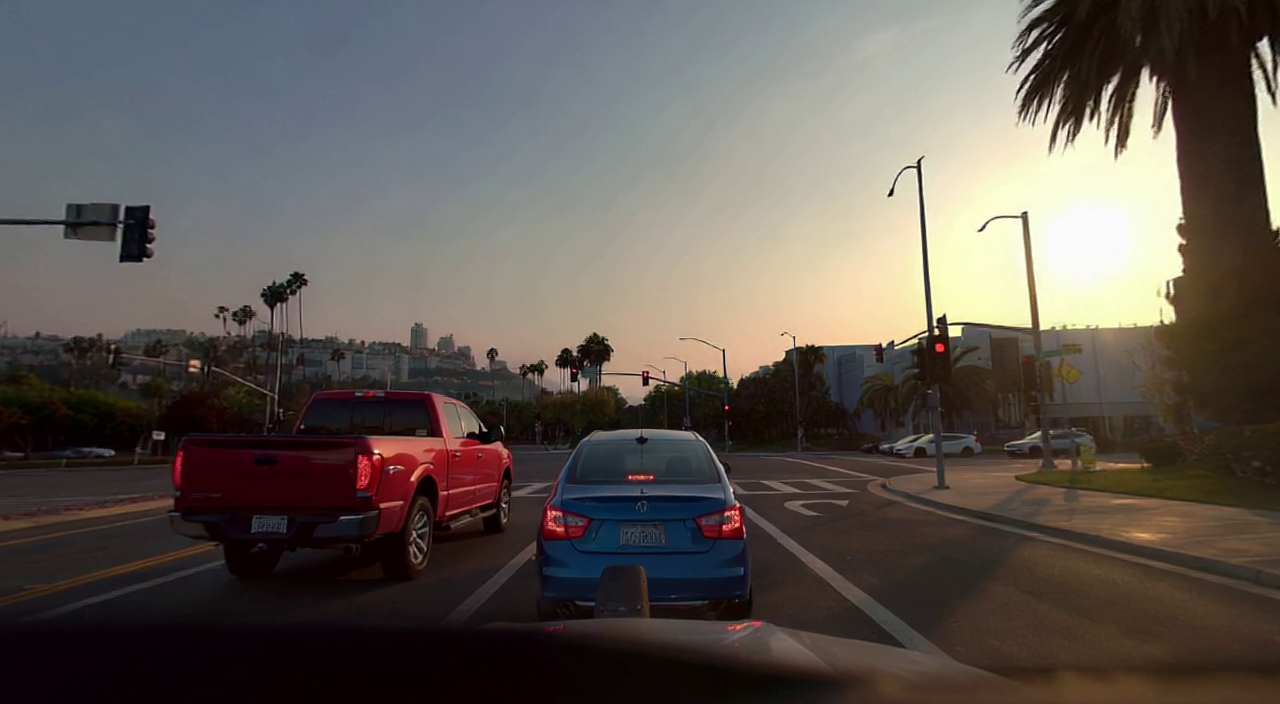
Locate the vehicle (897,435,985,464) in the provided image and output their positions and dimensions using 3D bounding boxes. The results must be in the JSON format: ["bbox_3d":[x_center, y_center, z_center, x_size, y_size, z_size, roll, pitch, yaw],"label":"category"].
[{"bbox_3d":[18.751,6.096,39.298,4.466,1.717,1.963,0,-9,2],"label":"vehicle"}]

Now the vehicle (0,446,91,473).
[{"bbox_3d":[-37.171,6.632,38.814,4.576,1.617,1.937,0,-8,2],"label":"vehicle"}]

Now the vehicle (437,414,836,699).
[{"bbox_3d":[0.006,1.403,5.499,2.122,1.501,4.152,0,-8,1],"label":"vehicle"}]

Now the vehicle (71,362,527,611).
[{"bbox_3d":[-3.251,1.478,7.891,2.330,1.969,5.626,-1,-8,3],"label":"vehicle"}]
